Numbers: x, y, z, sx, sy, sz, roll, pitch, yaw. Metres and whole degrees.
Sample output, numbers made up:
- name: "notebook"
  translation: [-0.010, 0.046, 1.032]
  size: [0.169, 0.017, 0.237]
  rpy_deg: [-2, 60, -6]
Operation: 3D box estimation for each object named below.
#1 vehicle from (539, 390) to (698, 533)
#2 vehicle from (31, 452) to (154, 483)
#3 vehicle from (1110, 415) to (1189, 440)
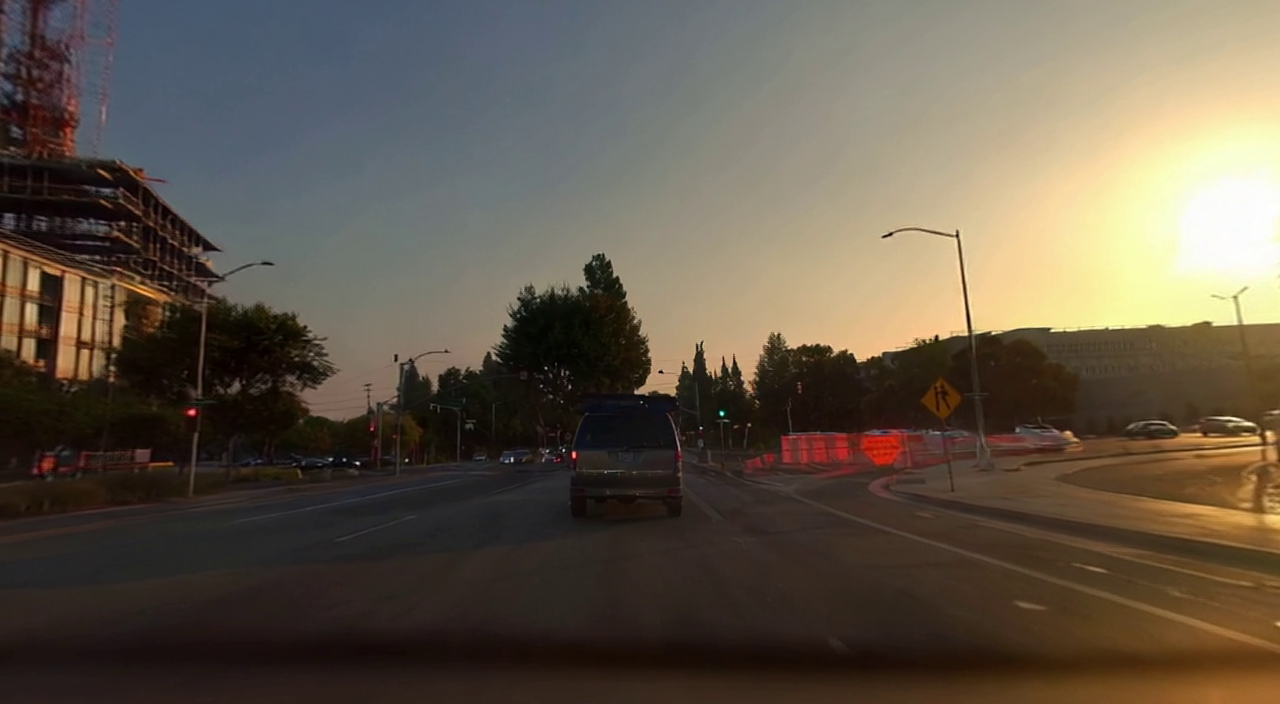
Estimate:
- name: "vehicle"
  translation: [-0.454, 2.054, 12.348]
  size: [2.350, 2.122, 5.801]
  rpy_deg: [0, -8, -3]
- name: "vehicle"
  translation: [-36.164, 7.604, 41.724]
  size: [5.755, 1.945, 2.403]
  rpy_deg: [0, -9, -1]
- name: "vehicle"
  translation: [39.390, 5.843, 48.832]
  size: [4.556, 1.639, 2.002]
  rpy_deg: [-2, -8, 34]
